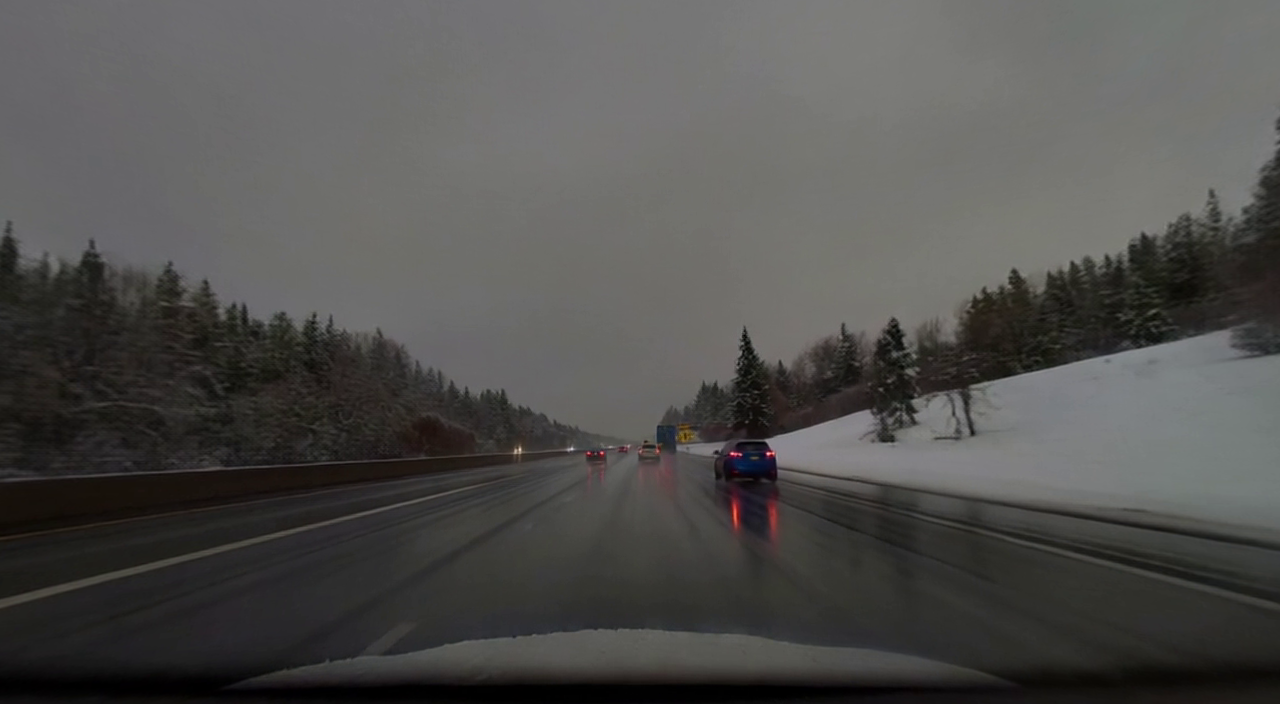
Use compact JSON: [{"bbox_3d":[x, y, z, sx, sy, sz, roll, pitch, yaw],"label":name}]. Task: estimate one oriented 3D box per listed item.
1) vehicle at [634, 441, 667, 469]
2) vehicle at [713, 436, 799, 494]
[{"bbox_3d":[0.703,7.263,44.547,2.205,1.785,4.423,0,-9,0],"label":"vehicle"},{"bbox_3d":[3.764,3.745,21.314,2.082,1.720,4.393,0,-9,0],"label":"vehicle"}]
